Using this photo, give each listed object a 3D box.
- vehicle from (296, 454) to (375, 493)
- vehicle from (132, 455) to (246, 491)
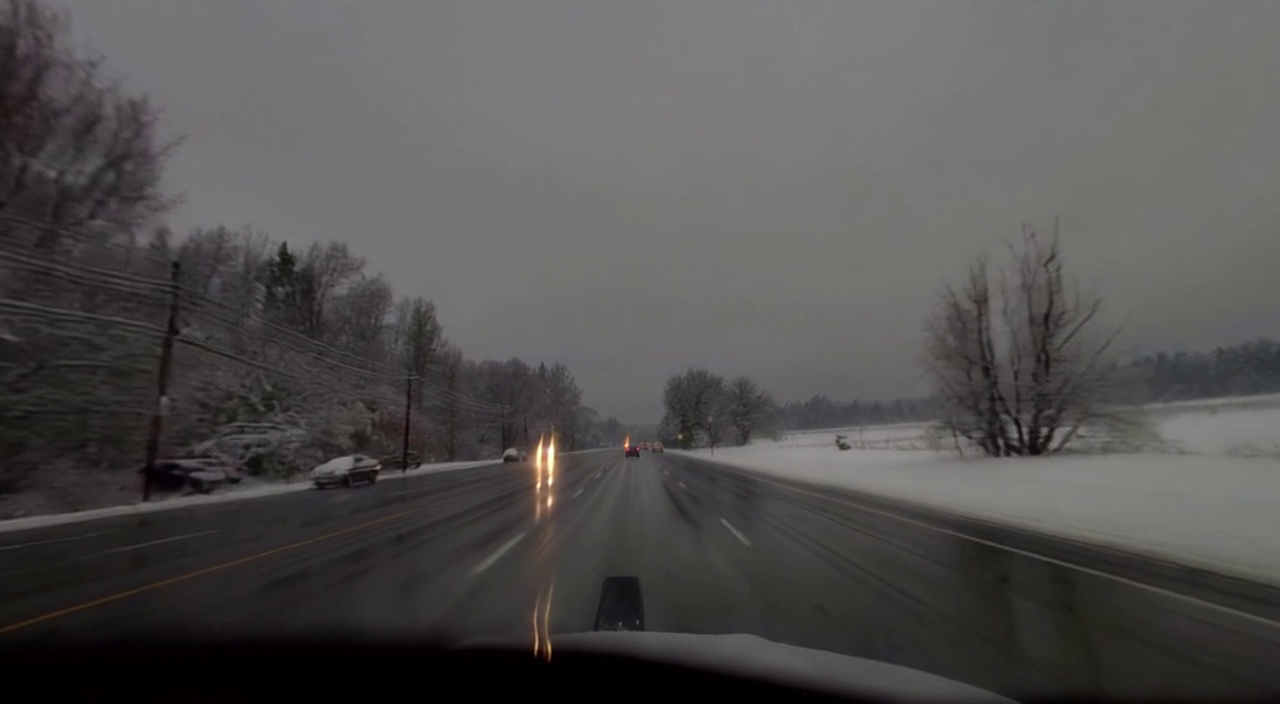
[{"bbox_3d":[-14.669,5.825,30.668,1.896,1.486,4.285,-4,-8,-2],"label":"vehicle"},{"bbox_3d":[-21.459,5.733,30.358,1.916,1.482,4.789,-1,-9,1],"label":"vehicle"}]
